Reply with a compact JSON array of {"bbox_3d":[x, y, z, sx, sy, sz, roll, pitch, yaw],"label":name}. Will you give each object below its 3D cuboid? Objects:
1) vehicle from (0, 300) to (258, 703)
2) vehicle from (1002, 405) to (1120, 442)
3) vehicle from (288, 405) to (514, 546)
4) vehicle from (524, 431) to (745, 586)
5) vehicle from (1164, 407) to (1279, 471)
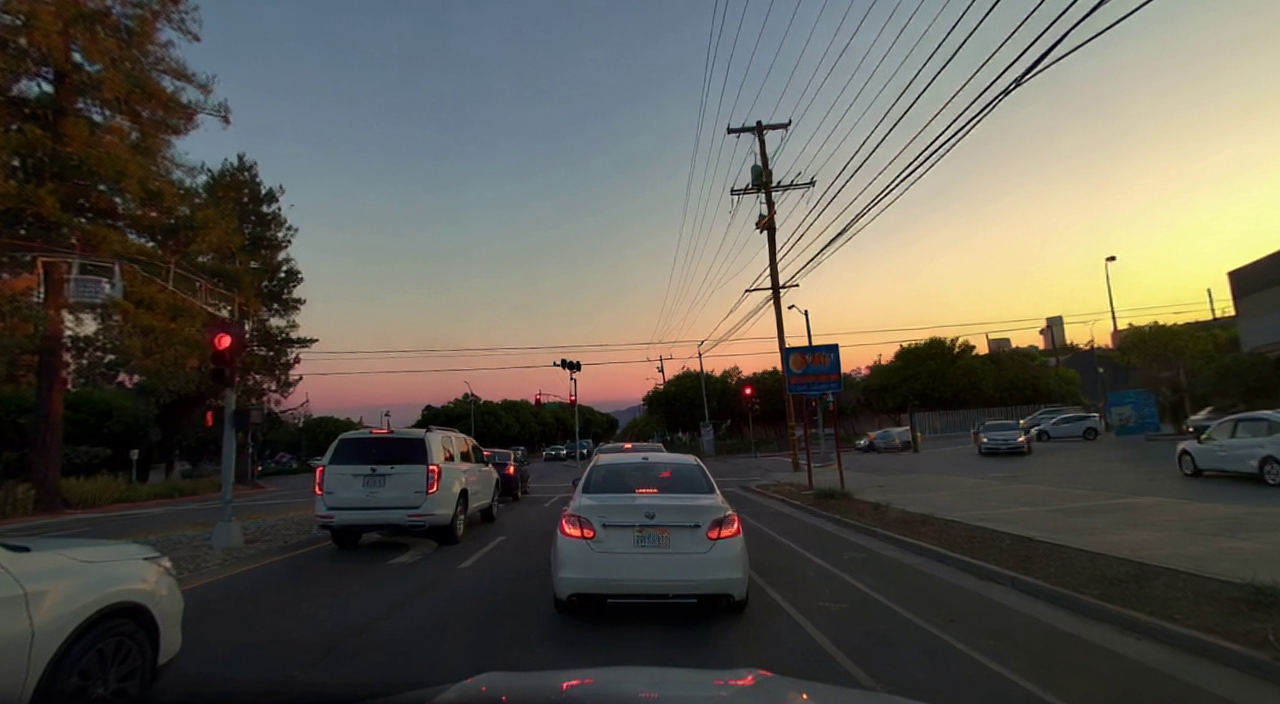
[{"bbox_3d":[-3.593,0.633,1.522,2.085,1.943,5.053,0,-8,1],"label":"vehicle"},{"bbox_3d":[26.850,4.636,40.502,5.782,2.286,2.223,-1,-9,4],"label":"vehicle"},{"bbox_3d":[-3.848,2.089,11.371,2.147,1.963,4.927,0,-8,0],"label":"vehicle"},{"bbox_3d":[-0.103,1.804,8.146,2.121,1.474,3.968,0,-8,-2],"label":"vehicle"},{"bbox_3d":[17.029,2.541,18.286,1.858,1.622,4.491,-5,-10,28],"label":"vehicle"}]
